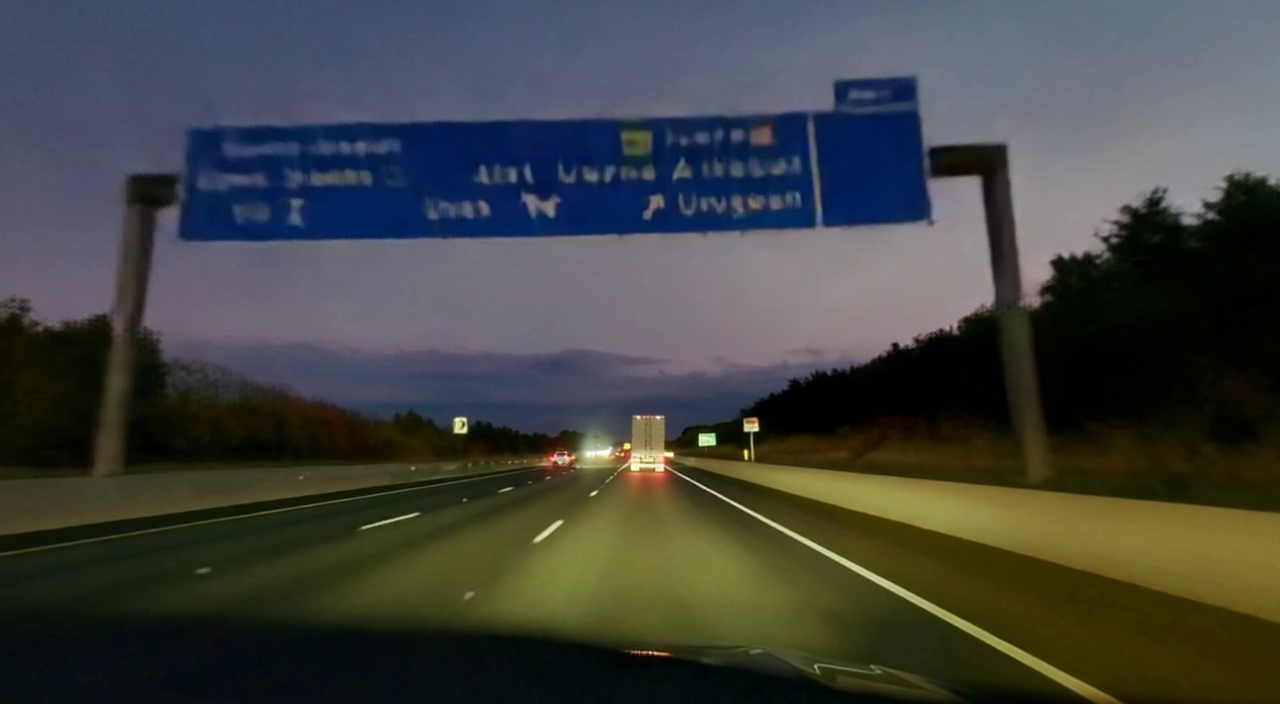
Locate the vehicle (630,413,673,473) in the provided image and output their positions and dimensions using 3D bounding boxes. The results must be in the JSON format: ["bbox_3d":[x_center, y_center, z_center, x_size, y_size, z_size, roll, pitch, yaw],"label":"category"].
[{"bbox_3d":[0.724,7.312,49.805,2.901,4.032,14.338,0,-9,0],"label":"vehicle"}]
